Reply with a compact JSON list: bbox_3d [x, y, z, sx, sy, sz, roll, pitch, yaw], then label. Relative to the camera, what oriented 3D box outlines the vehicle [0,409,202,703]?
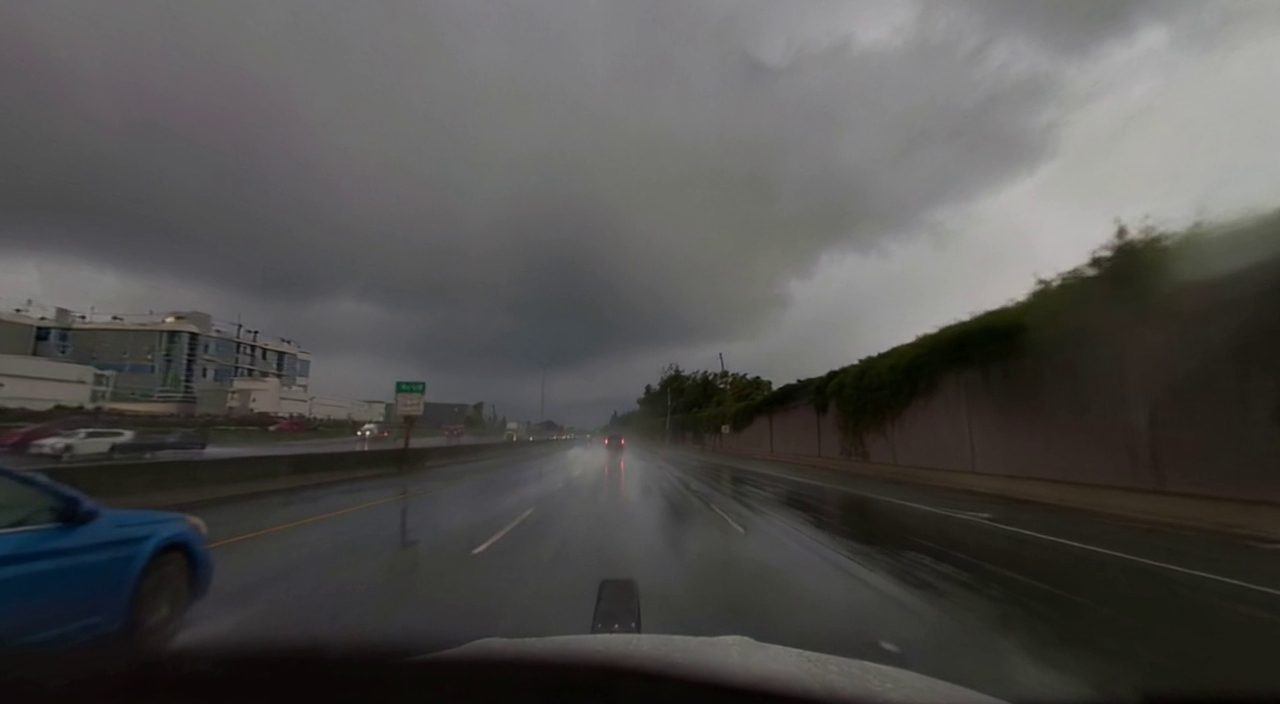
[{"bbox_3d":[-3.659,0.860,1.756,1.916,1.451,4.166,0,-8,-1],"label":"vehicle"}]
